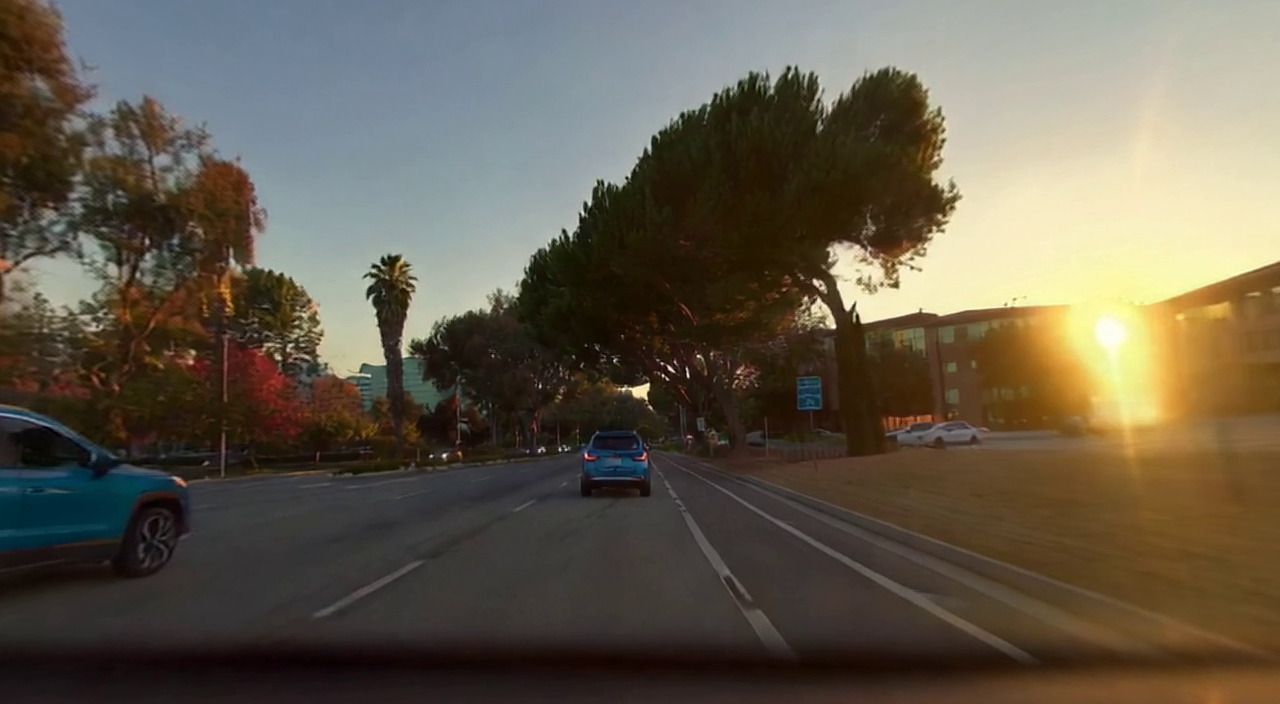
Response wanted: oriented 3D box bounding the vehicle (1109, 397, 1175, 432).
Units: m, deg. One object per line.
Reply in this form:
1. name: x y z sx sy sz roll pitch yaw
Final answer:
1. vehicle: 26.774 3.385 33.813 1.895 1.576 4.434 -5 -10 28

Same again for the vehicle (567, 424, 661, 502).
1. vehicle: -0.610 2.861 16.592 2.131 1.761 4.242 0 -9 -1

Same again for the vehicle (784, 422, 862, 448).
1. vehicle: 12.909 5.891 44.802 4.873 1.796 1.990 0 -8 0

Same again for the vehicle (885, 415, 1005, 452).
1. vehicle: 13.011 3.504 27.097 4.204 1.486 1.781 0 -8 0

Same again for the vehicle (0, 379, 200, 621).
1. vehicle: -5.943 1.107 4.712 2.178 1.819 4.530 1 -9 -3
